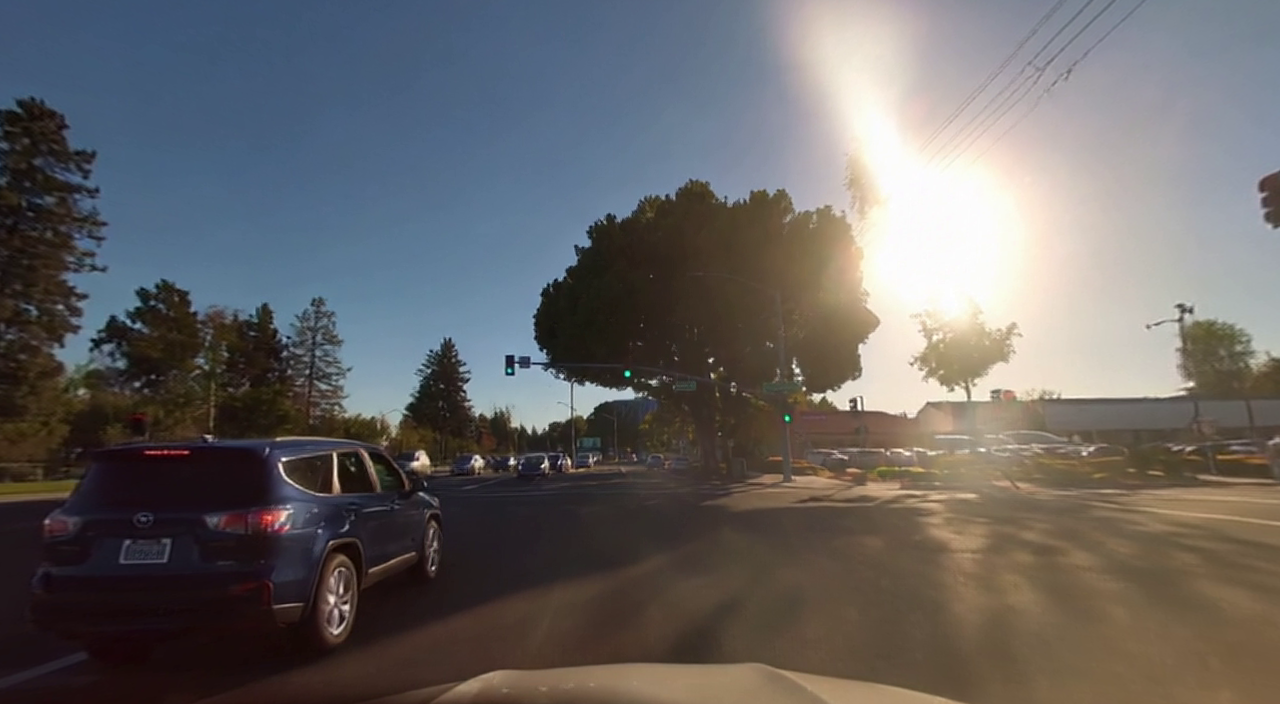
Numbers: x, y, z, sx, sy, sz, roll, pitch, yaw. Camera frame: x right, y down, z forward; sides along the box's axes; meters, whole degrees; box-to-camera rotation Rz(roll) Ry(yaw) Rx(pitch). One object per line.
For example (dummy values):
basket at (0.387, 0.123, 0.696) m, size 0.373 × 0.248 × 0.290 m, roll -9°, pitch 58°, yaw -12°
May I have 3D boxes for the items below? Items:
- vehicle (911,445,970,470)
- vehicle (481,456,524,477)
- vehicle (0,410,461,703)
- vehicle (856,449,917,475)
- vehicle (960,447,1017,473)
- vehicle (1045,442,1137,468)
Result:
vehicle at (18.627, 6.482, 38.968) m, size 1.945 × 1.434 × 4.293 m, roll -8°, pitch -12°, yaw 42°
vehicle at (-10.379, 8.680, 47.969) m, size 2.001 × 1.458 × 4.278 m, roll -1°, pitch -9°, yaw 5°
vehicle at (-2.931, 1.285, 4.394) m, size 1.924 × 1.482 × 4.734 m, roll 0°, pitch -8°, yaw 1°
vehicle at (16.243, 7.194, 41.417) m, size 2.060 × 1.445 × 4.712 m, roll -9°, pitch -10°, yaw 42°
vehicle at (20.700, 6.350, 37.359) m, size 1.930 × 1.410 × 4.313 m, roll -8°, pitch -11°, yaw 41°
vehicle at (28.949, 6.598, 40.466) m, size 4.678 × 1.558 × 1.883 m, roll 1°, pitch -9°, yaw -8°
